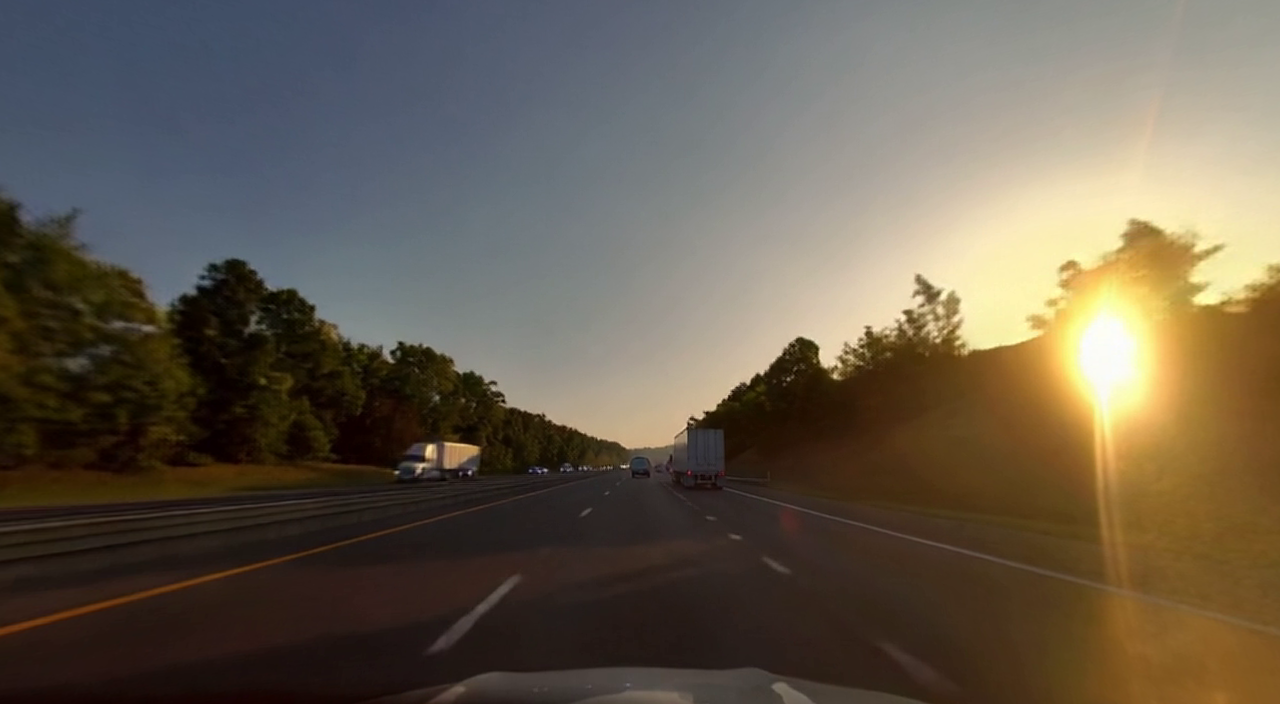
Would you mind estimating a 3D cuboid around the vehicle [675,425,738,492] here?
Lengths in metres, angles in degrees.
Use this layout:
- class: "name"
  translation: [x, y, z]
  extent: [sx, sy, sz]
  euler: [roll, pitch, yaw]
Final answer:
- class: "vehicle"
  translation: [4.470, 7.818, 45.571]
  extent: [3.139, 3.999, 13.840]
  euler: [1, -11, 0]
